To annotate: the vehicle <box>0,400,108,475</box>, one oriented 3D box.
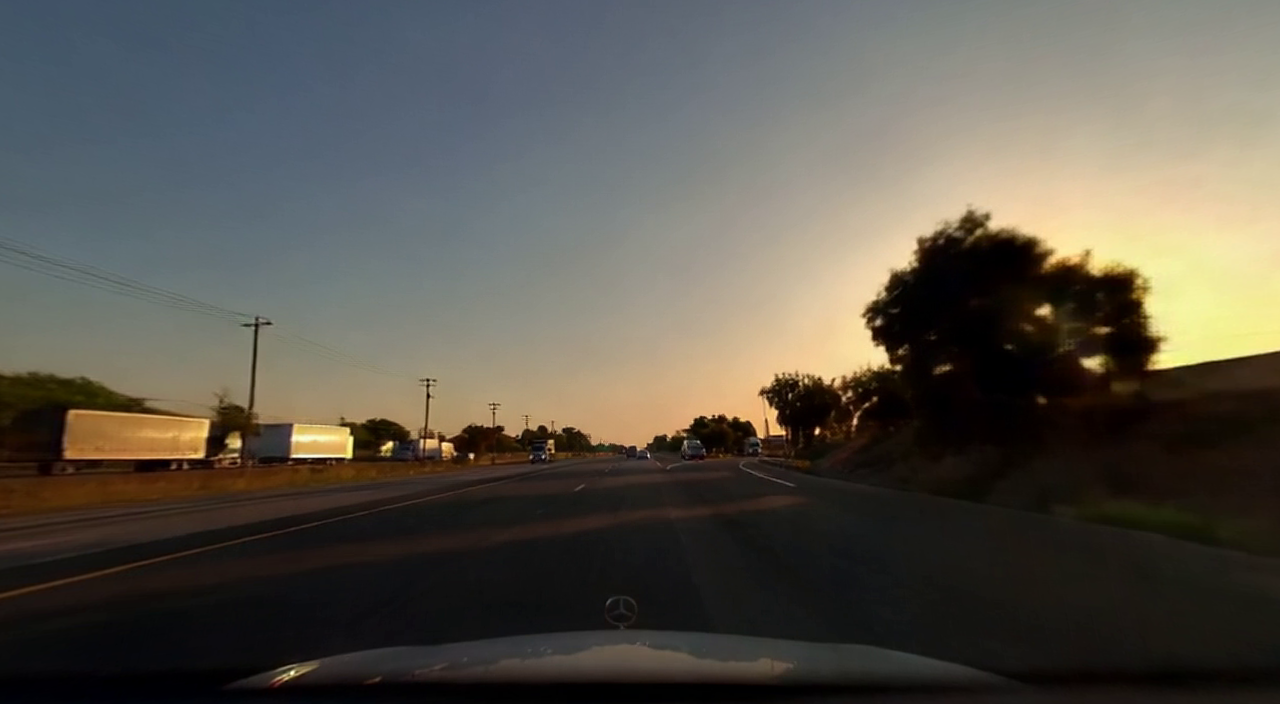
[{"bbox_3d":[-35.564,5.037,36.254,2.785,3.969,7.482,-3,-8,1],"label":"vehicle"}]
